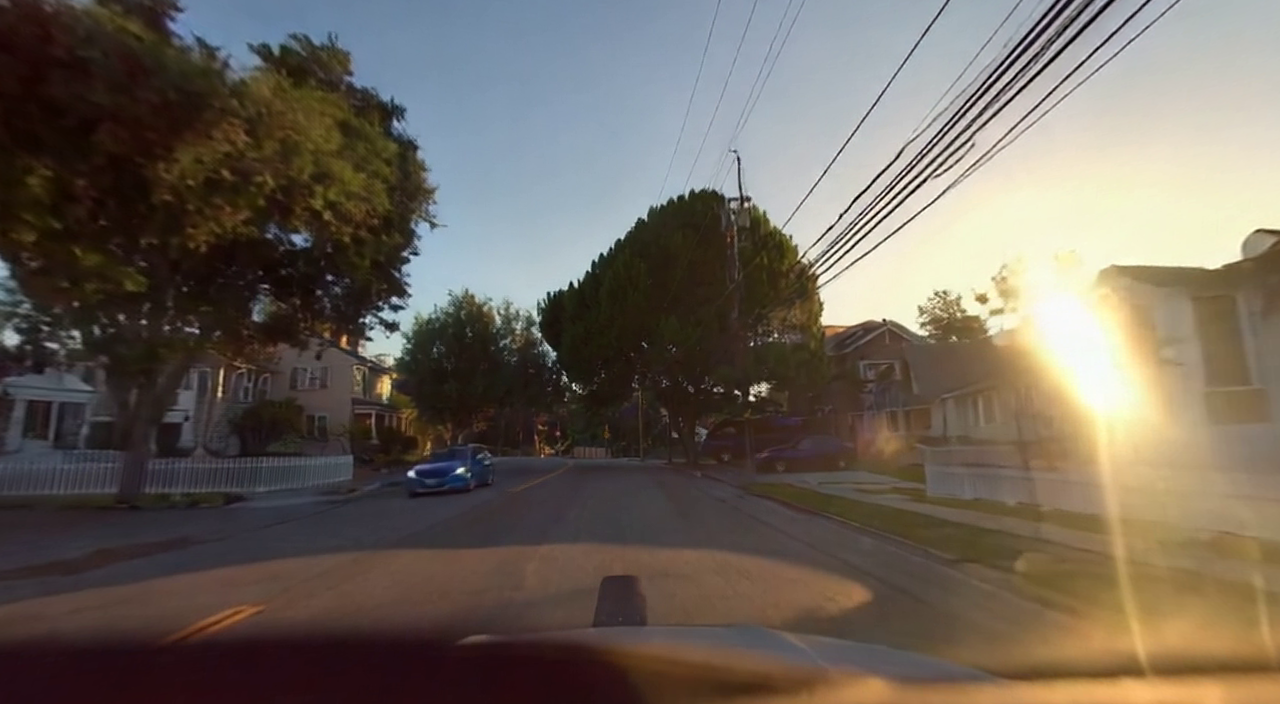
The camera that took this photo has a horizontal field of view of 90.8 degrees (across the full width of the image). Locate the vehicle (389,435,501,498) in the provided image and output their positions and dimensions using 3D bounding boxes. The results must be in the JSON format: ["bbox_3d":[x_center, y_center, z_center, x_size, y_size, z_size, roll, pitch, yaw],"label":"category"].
[{"bbox_3d":[-5.231,3.092,17.604,1.892,1.501,4.335,0,-8,-2],"label":"vehicle"}]

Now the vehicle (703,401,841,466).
[{"bbox_3d":[7.496,4.705,36.338,7.115,3.010,2.378,-4,-9,-8],"label":"vehicle"}]

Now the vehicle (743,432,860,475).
[{"bbox_3d":[6.842,4.346,27.144,4.412,1.565,1.957,-3,-8,-2],"label":"vehicle"}]
